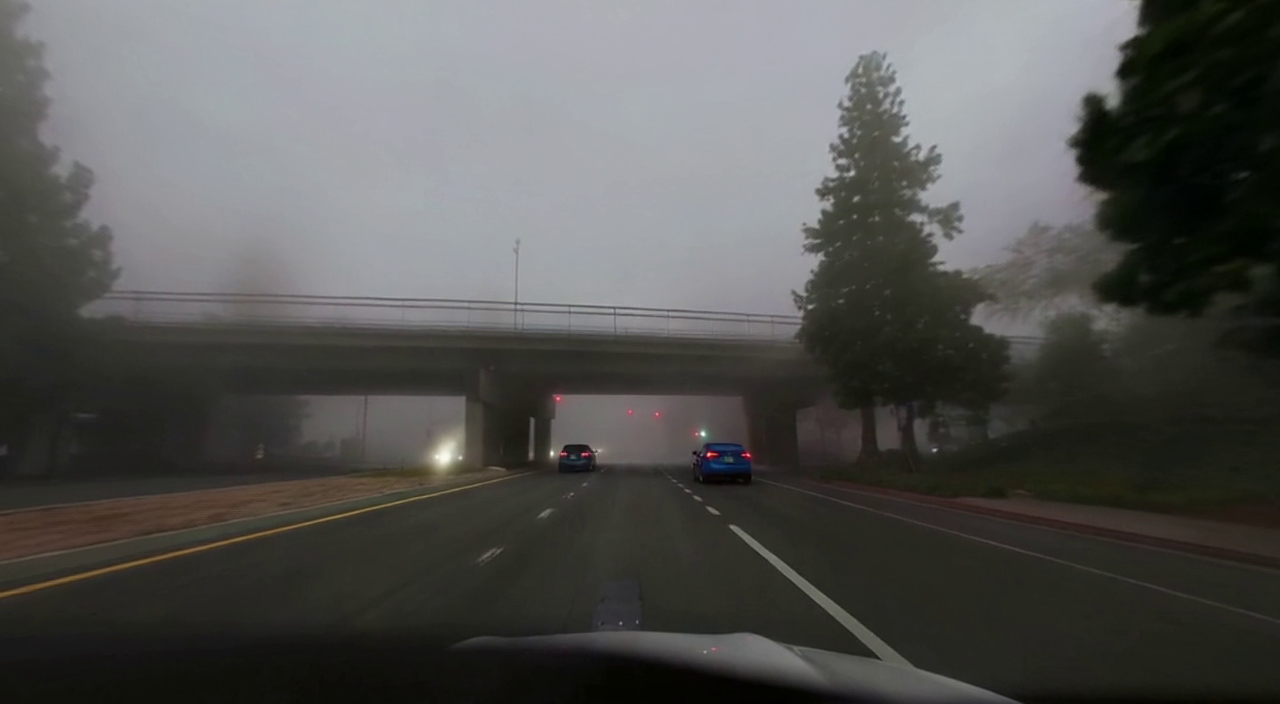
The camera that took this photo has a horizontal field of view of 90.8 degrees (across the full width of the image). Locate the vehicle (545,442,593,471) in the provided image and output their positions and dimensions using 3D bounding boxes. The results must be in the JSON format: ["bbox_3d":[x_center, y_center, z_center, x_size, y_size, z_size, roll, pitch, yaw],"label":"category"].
[{"bbox_3d":[-3.767,5.616,34.285,2.060,1.484,4.417,0,-8,1],"label":"vehicle"}]

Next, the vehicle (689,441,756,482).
[{"bbox_3d":[3.242,4.371,25.656,2.068,1.497,4.247,0,-8,-1],"label":"vehicle"}]
